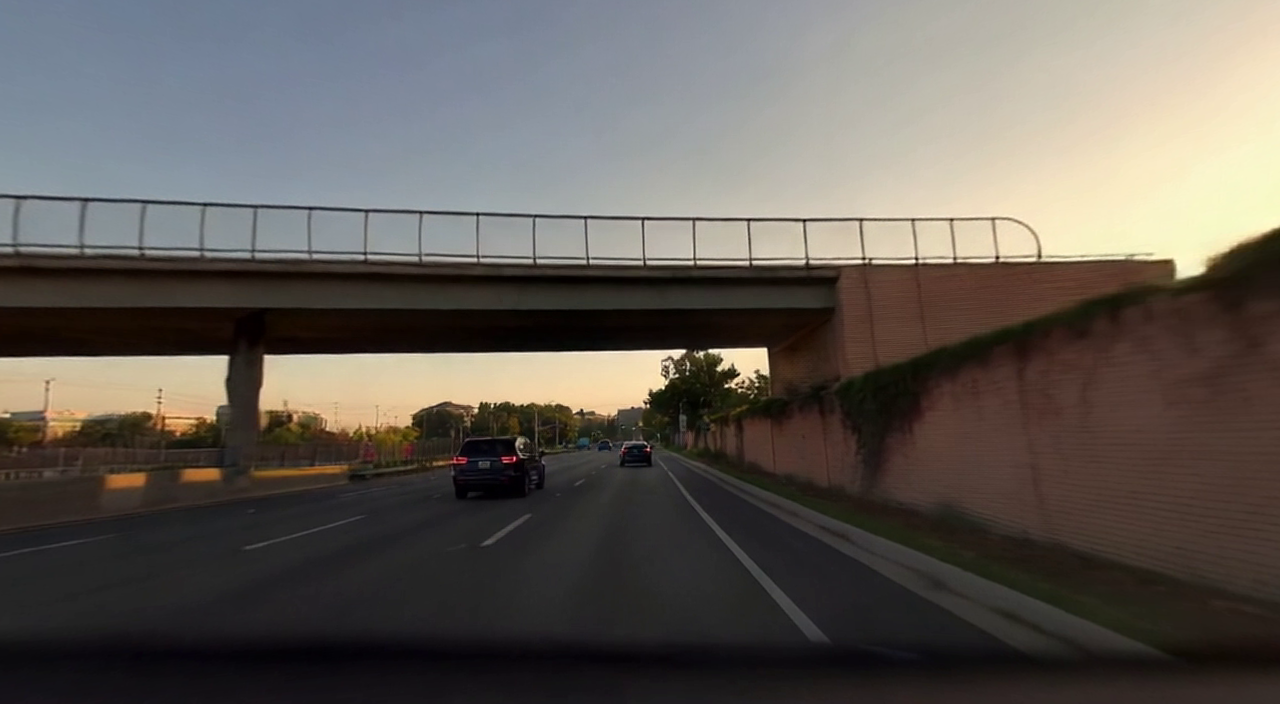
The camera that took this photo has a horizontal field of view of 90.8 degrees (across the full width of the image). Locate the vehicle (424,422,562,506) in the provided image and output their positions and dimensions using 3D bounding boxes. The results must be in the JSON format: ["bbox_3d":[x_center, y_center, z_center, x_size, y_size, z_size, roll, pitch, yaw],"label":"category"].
[{"bbox_3d":[-3.432,2.729,15.847,2.223,1.771,4.581,0,-8,2],"label":"vehicle"}]

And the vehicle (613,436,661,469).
[{"bbox_3d":[-0.142,4.955,31.257,2.205,1.509,4.272,0,-8,-1],"label":"vehicle"}]
